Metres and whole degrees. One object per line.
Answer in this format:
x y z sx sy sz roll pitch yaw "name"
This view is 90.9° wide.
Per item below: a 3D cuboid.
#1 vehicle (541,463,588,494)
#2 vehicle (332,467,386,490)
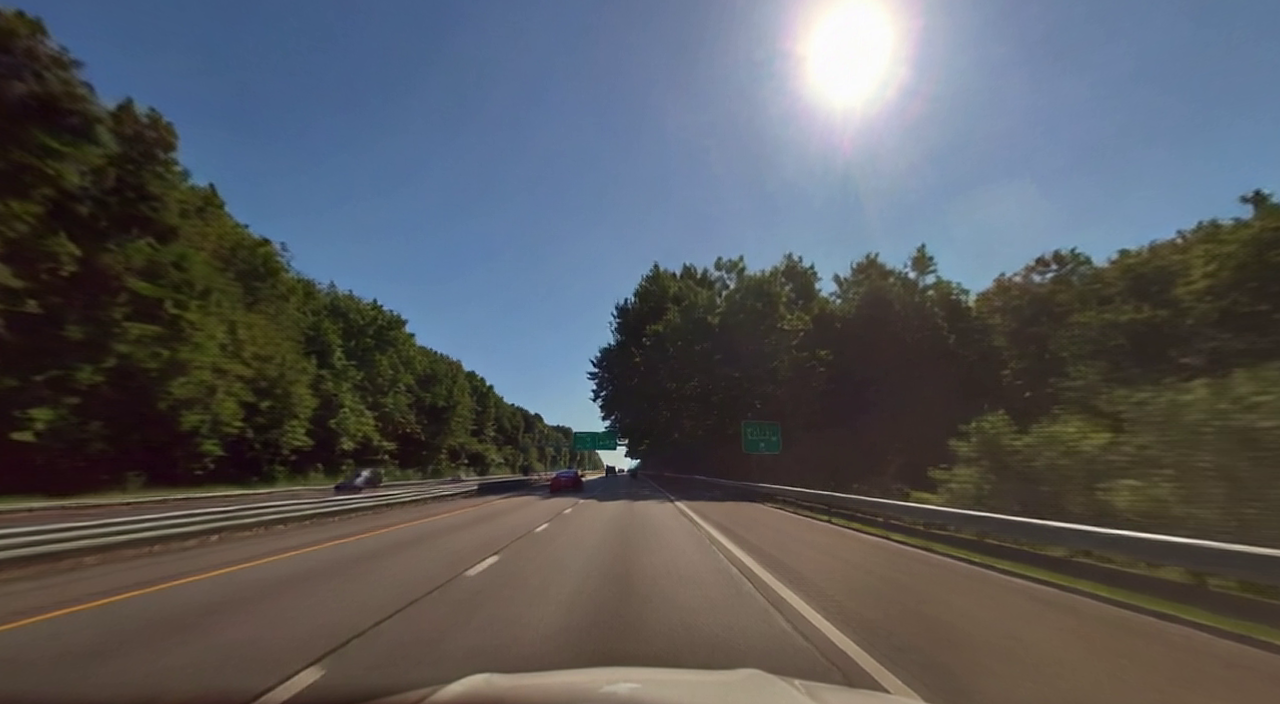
-3.974 6.779 33.815 1.954 1.509 4.094 0 -11 1 "vehicle"
-20.949 9.464 47.153 1.889 1.591 4.871 1 -11 -1 "vehicle"
